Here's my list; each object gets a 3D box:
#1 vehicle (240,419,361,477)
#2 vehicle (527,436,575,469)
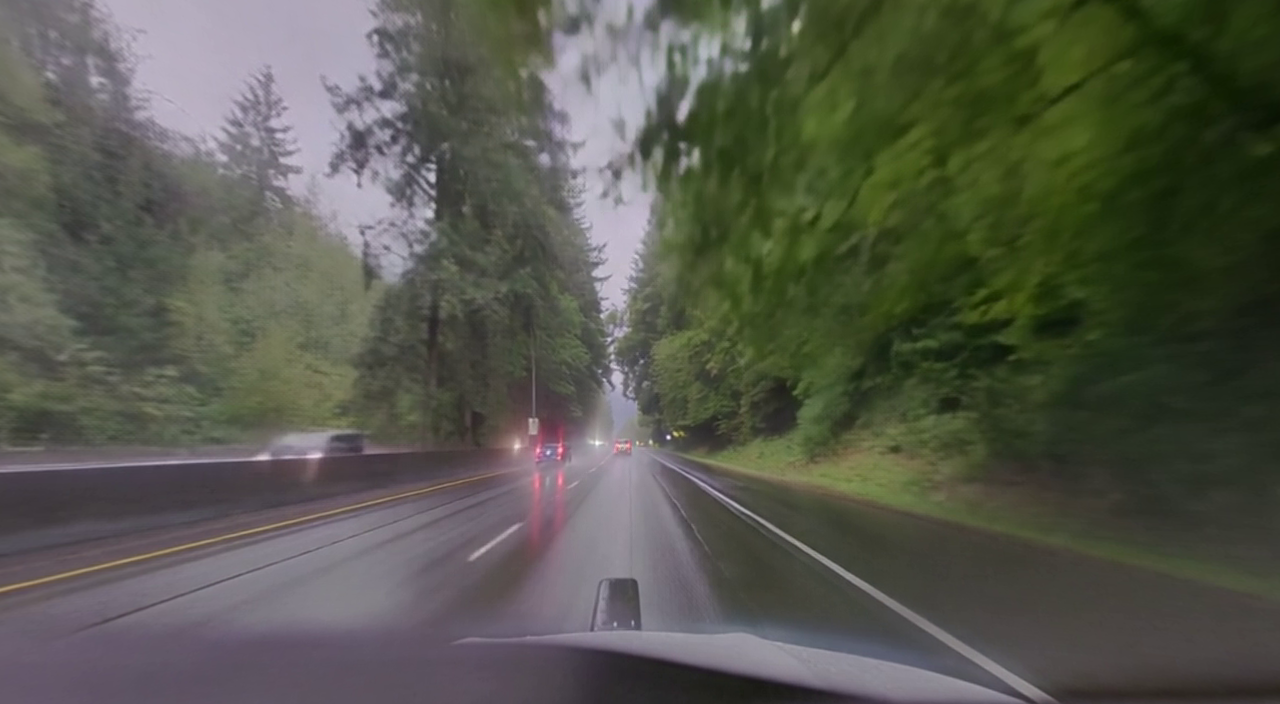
[{"bbox_3d":[-14.243,4.064,26.850,2.491,2.189,4.822,0,-8,0],"label":"vehicle"},{"bbox_3d":[-4.828,5.511,34.764,2.111,1.645,4.382,0,-8,-1],"label":"vehicle"}]
